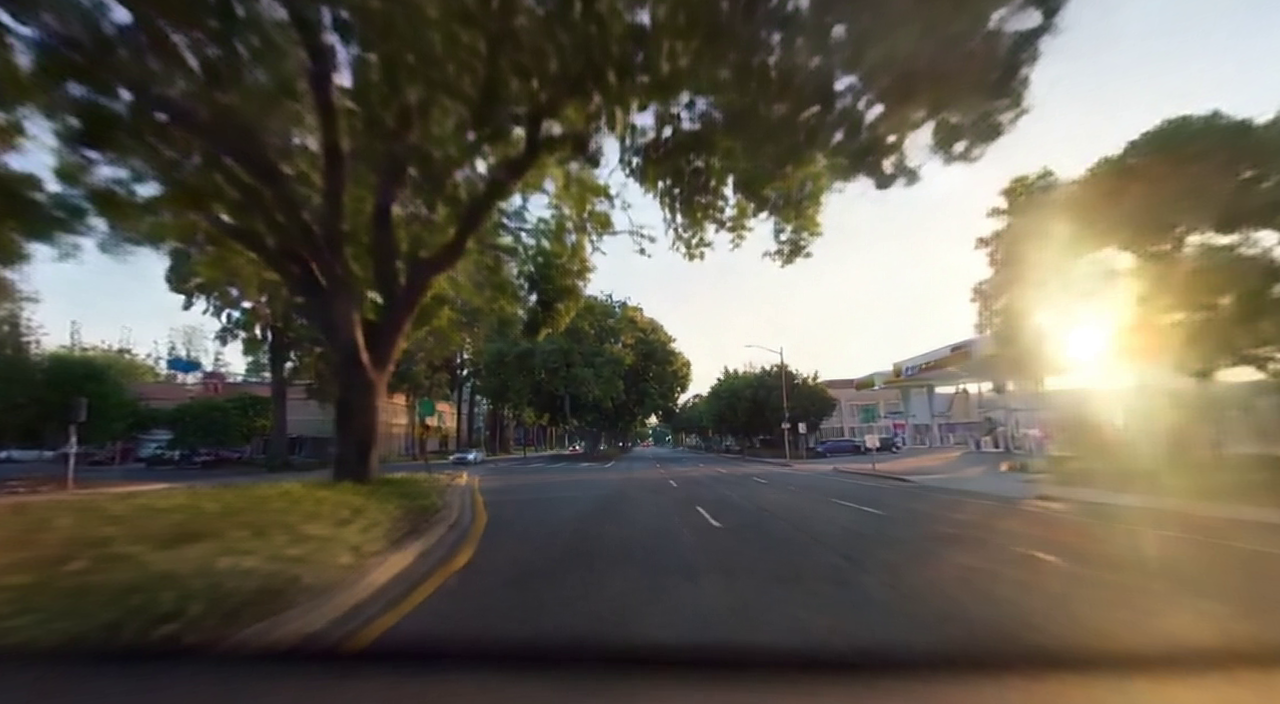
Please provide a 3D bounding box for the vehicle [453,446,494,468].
[{"bbox_3d":[-11.910,7.520,45.498,1.725,1.507,4.251,0,-9,1],"label":"vehicle"}]
